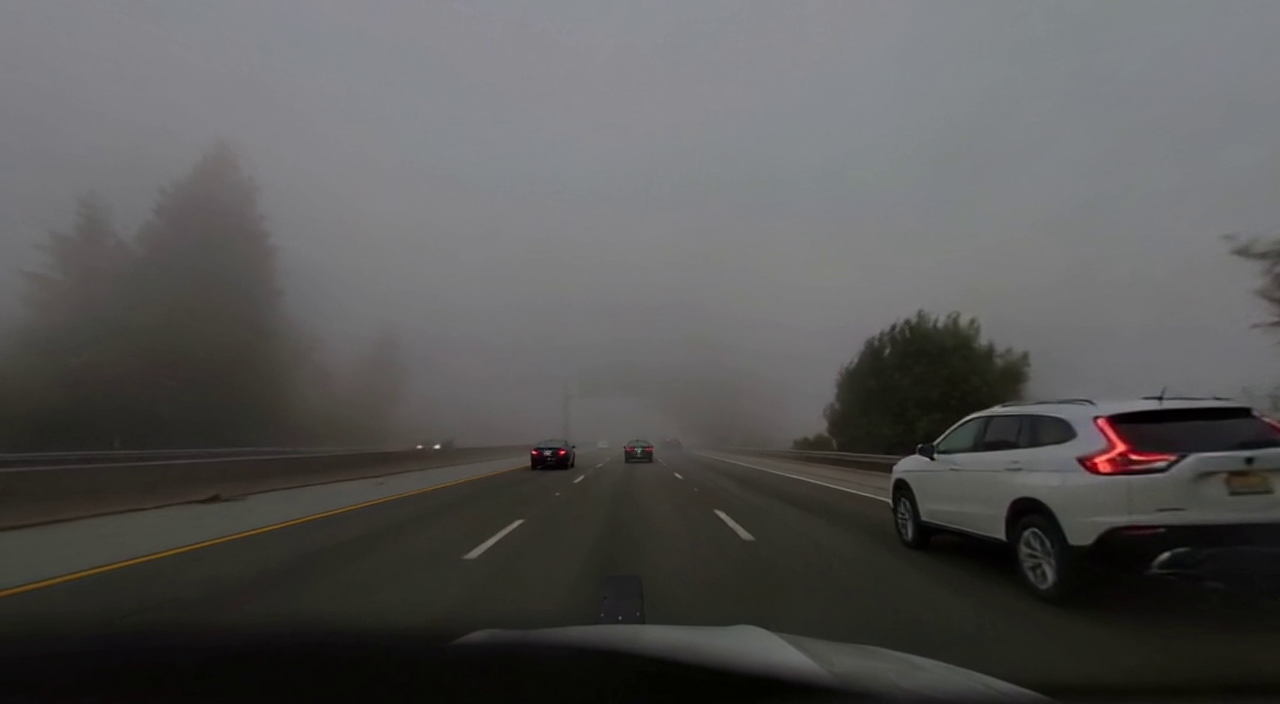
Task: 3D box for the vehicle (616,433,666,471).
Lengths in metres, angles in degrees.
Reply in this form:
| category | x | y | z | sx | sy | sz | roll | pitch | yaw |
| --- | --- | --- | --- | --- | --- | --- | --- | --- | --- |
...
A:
| category | x | y | z | sx | sy | sz | roll | pitch | yaw |
| --- | --- | --- | --- | --- | --- | --- | --- | --- | --- |
| vehicle | 0.040 | 4.457 | 28.177 | 2.049 | 1.542 | 3.816 | 0 | -8 | 0 |

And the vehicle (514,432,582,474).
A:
| category | x | y | z | sx | sy | sz | roll | pitch | yaw |
| --- | --- | --- | --- | --- | --- | --- | --- | --- | --- |
| vehicle | -3.701 | 4.151 | 26.007 | 2.066 | 1.561 | 4.495 | 0 | -8 | 1 |

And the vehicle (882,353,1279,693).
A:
| category | x | y | z | sx | sy | sz | roll | pitch | yaw |
| --- | --- | --- | --- | --- | --- | --- | --- | --- | --- |
| vehicle | 4.009 | 1.151 | 5.391 | 2.025 | 1.707 | 4.279 | 0 | -8 | -2 |

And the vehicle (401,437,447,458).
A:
| category | x | y | z | sx | sy | sz | roll | pitch | yaw |
| --- | --- | --- | --- | --- | --- | --- | --- | --- | --- |
| vehicle | -16.327 | 7.270 | 47.733 | 1.891 | 1.498 | 4.614 | 0 | -8 | 0 |
